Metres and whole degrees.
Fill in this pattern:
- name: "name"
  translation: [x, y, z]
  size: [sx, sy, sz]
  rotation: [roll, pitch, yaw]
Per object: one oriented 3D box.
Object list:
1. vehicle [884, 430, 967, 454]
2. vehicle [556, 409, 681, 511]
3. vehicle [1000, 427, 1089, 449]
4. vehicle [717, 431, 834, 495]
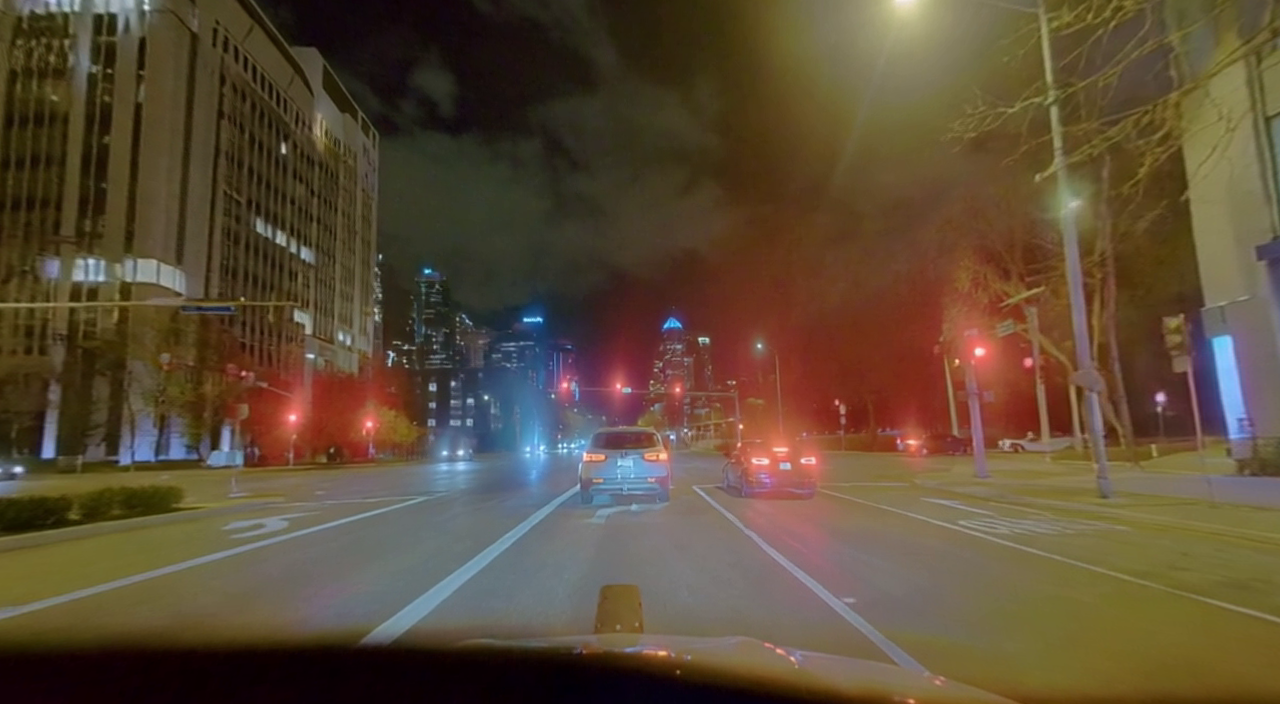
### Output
- name: "vehicle"
  translation: [19.452, 6.157, 43.200]
  size: [4.851, 1.517, 1.720]
  rotation: [0, -9, -3]
- name: "vehicle"
  translation: [-0.410, 2.330, 13.950]
  size: [2.313, 1.860, 4.319]
  rotation: [0, -9, 0]
- name: "vehicle"
  translation: [27.564, 5.893, 43.171]
  size: [4.766, 1.462, 1.872]
  rotation: [0, -9, 0]
- name: "vehicle"
  translation: [3.423, 2.914, 16.909]
  size: [2.080, 1.472, 4.401]
  rotation: [0, -9, -1]
